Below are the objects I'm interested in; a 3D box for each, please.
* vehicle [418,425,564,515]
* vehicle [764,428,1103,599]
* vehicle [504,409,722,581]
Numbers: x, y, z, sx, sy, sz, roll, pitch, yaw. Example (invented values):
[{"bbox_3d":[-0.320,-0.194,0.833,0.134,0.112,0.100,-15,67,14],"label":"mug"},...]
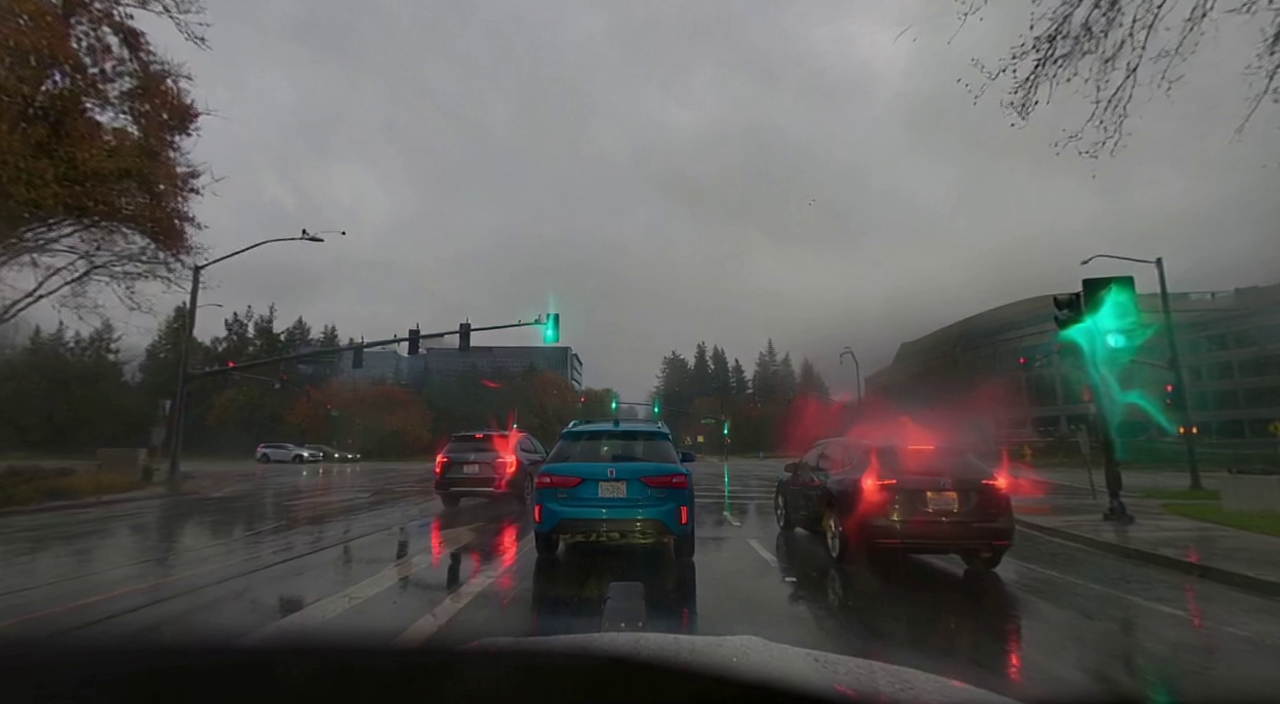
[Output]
[{"bbox_3d":[-3.000,2.483,13.640,1.987,1.633,4.005,0,-8,3],"label":"vehicle"},{"bbox_3d":[3.017,1.750,7.805,2.056,1.468,4.520,0,-8,0],"label":"vehicle"},{"bbox_3d":[-0.244,1.700,8.277,2.108,1.654,4.235,0,-8,0],"label":"vehicle"}]
